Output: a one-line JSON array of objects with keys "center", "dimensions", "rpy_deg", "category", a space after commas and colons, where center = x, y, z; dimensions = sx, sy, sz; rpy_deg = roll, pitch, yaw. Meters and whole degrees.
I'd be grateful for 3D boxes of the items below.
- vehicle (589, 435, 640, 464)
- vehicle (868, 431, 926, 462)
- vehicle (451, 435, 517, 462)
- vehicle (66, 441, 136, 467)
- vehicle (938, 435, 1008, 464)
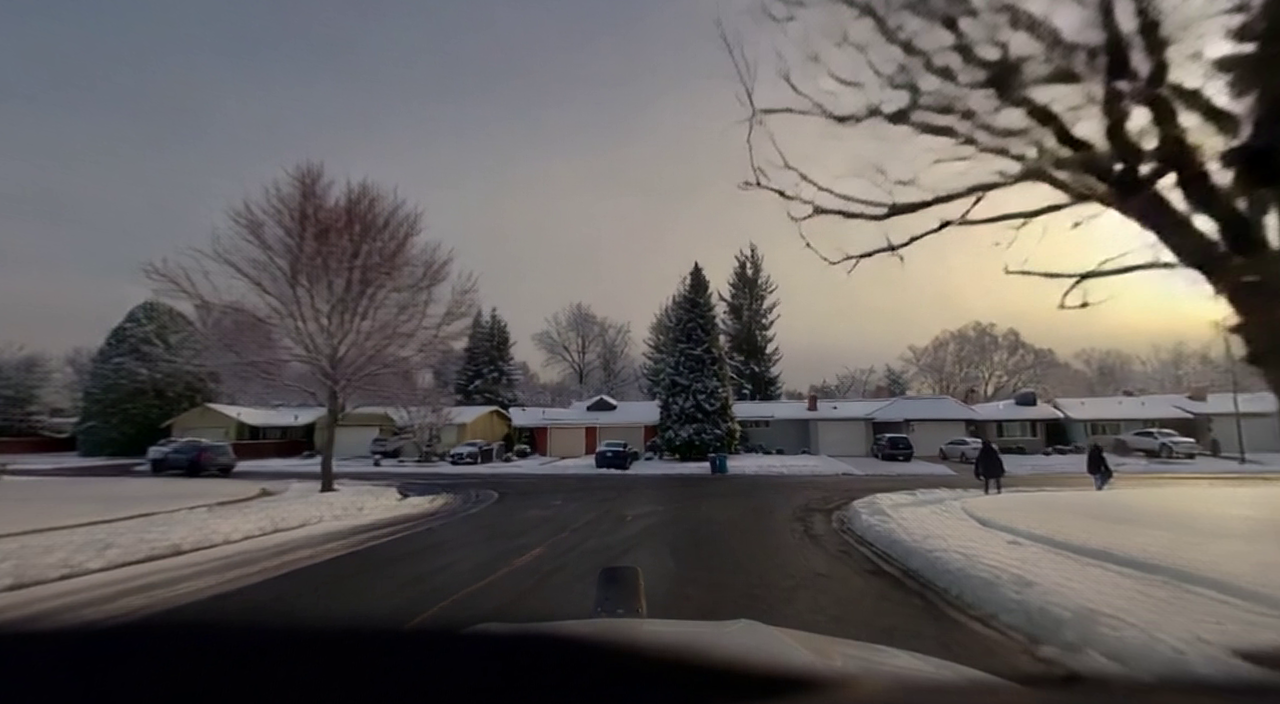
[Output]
[{"center": [-1.495, 6.053, 39.174], "dimensions": [1.942, 1.651, 4.655], "rpy_deg": [-2, -9, 14], "category": "vehicle"}, {"center": [15.245, 5.663, 37.776], "dimensions": [1.937, 1.731, 4.179], "rpy_deg": [-1, -9, 4], "category": "vehicle"}, {"center": [-10.459, 6.560, 42.695], "dimensions": [1.942, 1.700, 4.478], "rpy_deg": [-4, -10, 24], "category": "vehicle"}, {"center": [-37.485, 7.109, 43.940], "dimensions": [4.105, 1.691, 2.003], "rpy_deg": [-4, -10, 24], "category": "vehicle"}, {"center": [19.051, 5.633, 36.382], "dimensions": [1.873, 1.556, 4.216], "rpy_deg": [-1, -9, 3], "category": "vehicle"}]
